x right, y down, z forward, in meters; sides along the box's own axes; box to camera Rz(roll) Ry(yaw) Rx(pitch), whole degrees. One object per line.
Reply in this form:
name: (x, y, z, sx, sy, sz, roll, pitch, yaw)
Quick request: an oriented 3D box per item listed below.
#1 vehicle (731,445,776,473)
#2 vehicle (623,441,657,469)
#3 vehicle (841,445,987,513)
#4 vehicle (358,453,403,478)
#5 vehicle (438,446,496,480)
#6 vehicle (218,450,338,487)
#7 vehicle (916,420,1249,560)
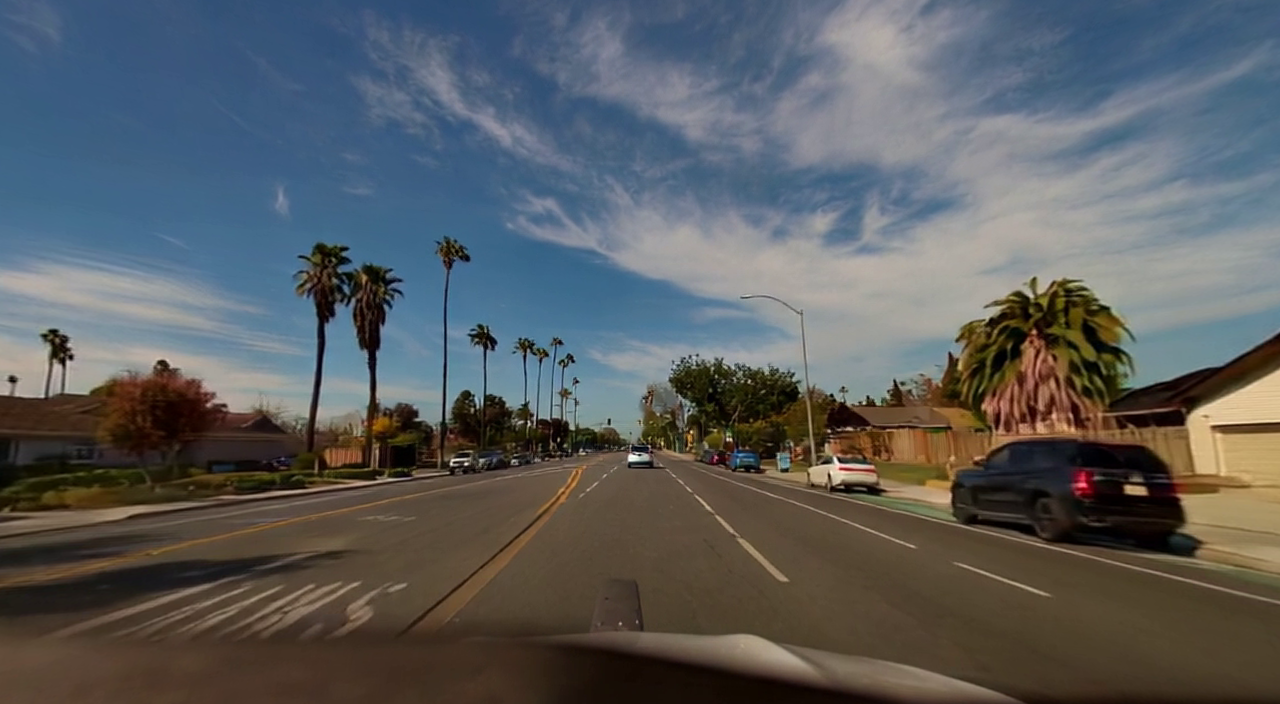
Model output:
vehicle: (7.338, 6.931, 41.261, 2.024, 1.687, 4.477, 0, -8, -1)
vehicle: (-0.035, 7.224, 44.365, 2.248, 1.833, 4.798, 0, -8, -1)
vehicle: (6.927, 3.219, 16.612, 1.842, 1.515, 4.653, -1, -8, 1)
vehicle: (-17.178, 7.495, 42.063, 1.847, 1.507, 4.632, 1, -9, -11)
vehicle: (-11.525, 7.432, 42.527, 2.157, 1.969, 5.725, -3, -9, 1)
vehicle: (-17.698, 5.704, 31.066, 4.683, 1.686, 1.950, -1, -8, 2)
vehicle: (7.029, 2.222, 11.104, 2.035, 1.822, 5.449, -1, -8, 2)
